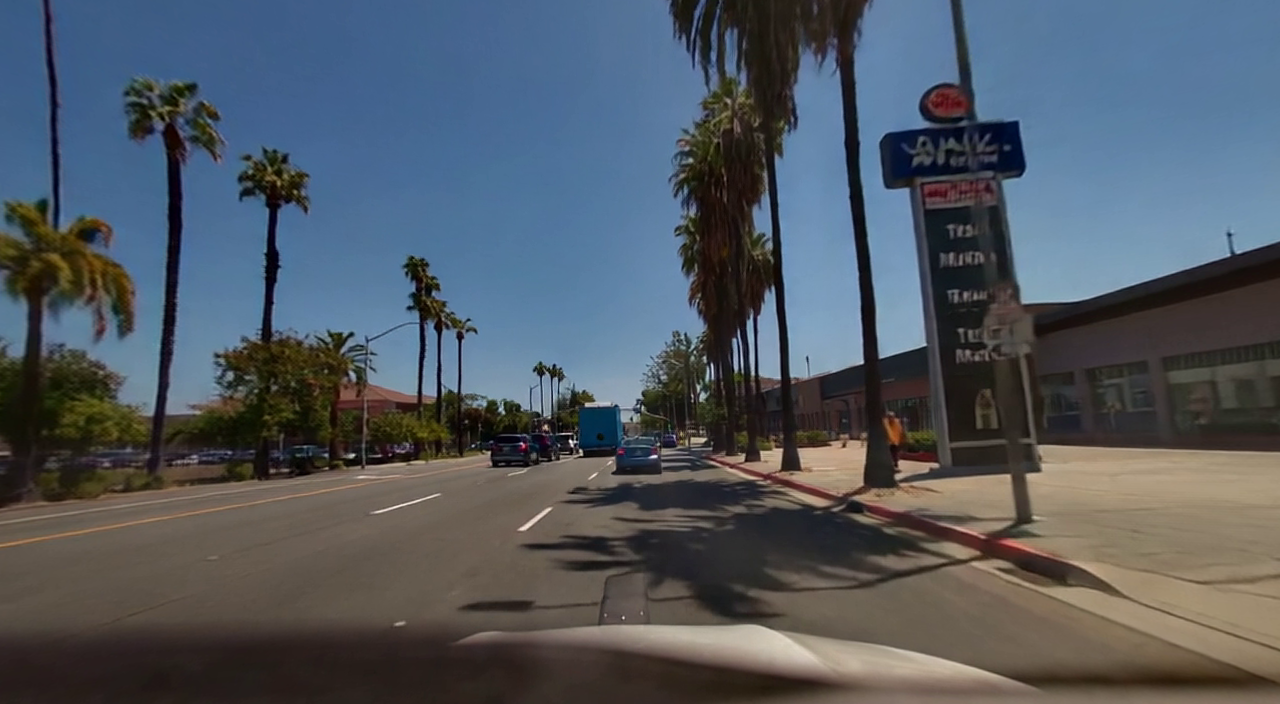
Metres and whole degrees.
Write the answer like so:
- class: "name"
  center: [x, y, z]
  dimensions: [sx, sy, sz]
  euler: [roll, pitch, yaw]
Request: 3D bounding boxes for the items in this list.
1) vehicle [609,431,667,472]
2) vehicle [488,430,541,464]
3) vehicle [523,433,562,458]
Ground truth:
- class: "vehicle"
  center: [-0.032, 4.018, 25.478]
  dimensions: [2.144, 1.514, 4.063]
  euler: [0, -9, 1]
- class: "vehicle"
  center: [-7.158, 5.477, 36.269]
  dimensions: [2.014, 1.830, 4.281]
  euler: [0, -9, 2]
- class: "vehicle"
  center: [-7.039, 6.834, 45.834]
  dimensions: [2.143, 1.736, 4.648]
  euler: [0, -9, 0]
